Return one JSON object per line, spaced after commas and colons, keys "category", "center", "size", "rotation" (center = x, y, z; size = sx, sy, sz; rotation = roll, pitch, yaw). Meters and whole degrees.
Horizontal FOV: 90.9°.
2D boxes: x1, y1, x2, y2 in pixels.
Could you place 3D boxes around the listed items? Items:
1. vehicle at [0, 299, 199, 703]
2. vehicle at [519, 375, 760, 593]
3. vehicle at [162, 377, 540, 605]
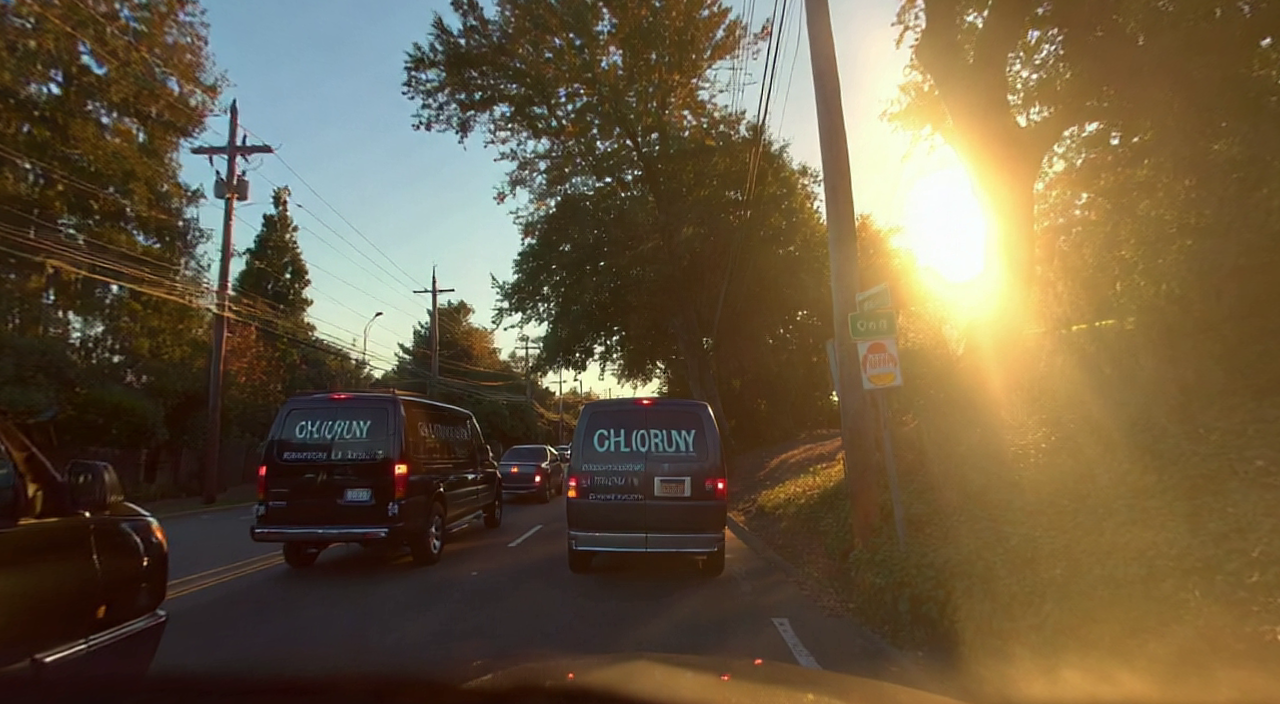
{"category": "vehicle", "center": [-3.106, 0.492, 0.240], "size": [2.160, 1.796, 4.997], "rotation": [0, -8, 1]}
{"category": "vehicle", "center": [0.102, 1.462, 7.691], "size": [2.117, 1.911, 4.095], "rotation": [-1, -8, 3]}
{"category": "vehicle", "center": [-2.761, 1.483, 7.613], "size": [2.109, 1.851, 4.749], "rotation": [-1, -8, 3]}
